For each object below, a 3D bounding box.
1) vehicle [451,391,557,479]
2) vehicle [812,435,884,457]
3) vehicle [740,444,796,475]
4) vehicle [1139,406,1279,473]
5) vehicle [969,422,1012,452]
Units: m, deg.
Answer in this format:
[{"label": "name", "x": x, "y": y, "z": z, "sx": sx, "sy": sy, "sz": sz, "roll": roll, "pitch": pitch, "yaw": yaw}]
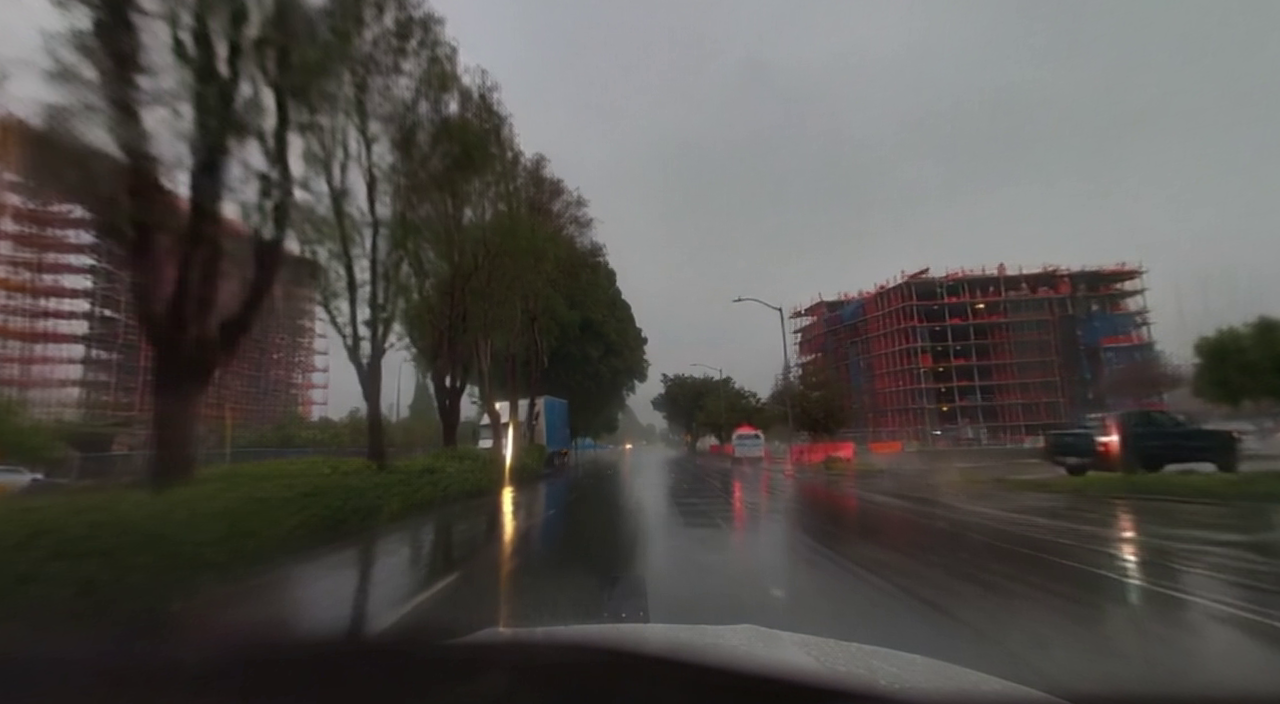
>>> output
[{"label": "vehicle", "x": -6.955, "y": 4.591, "z": 34.168, "sx": 3.071, "sy": 3.982, "sz": 10.729, "roll": 0, "pitch": -8, "yaw": 2}, {"label": "vehicle", "x": 16.063, "y": 7.291, "z": 48.639, "sx": 4.775, "sy": 1.610, "sz": 2.147, "roll": 0, "pitch": -9, "yaw": -2}, {"label": "vehicle", "x": 6.667, "y": 5.625, "z": 33.146, "sx": 1.933, "sy": 1.488, "sz": 4.736, "roll": 0, "pitch": -8, "yaw": 0}, {"label": "vehicle", "x": 16.359, "y": 2.328, "z": 16.689, "sx": 4.422, "sy": 1.677, "sz": 2.004, "roll": 0, "pitch": -8, "yaw": -1}, {"label": "vehicle", "x": 23.375, "y": 5.690, "z": 41.753, "sx": 2.078, "sy": 1.823, "sz": 5.181, "roll": -5, "pitch": -10, "yaw": 32}]
